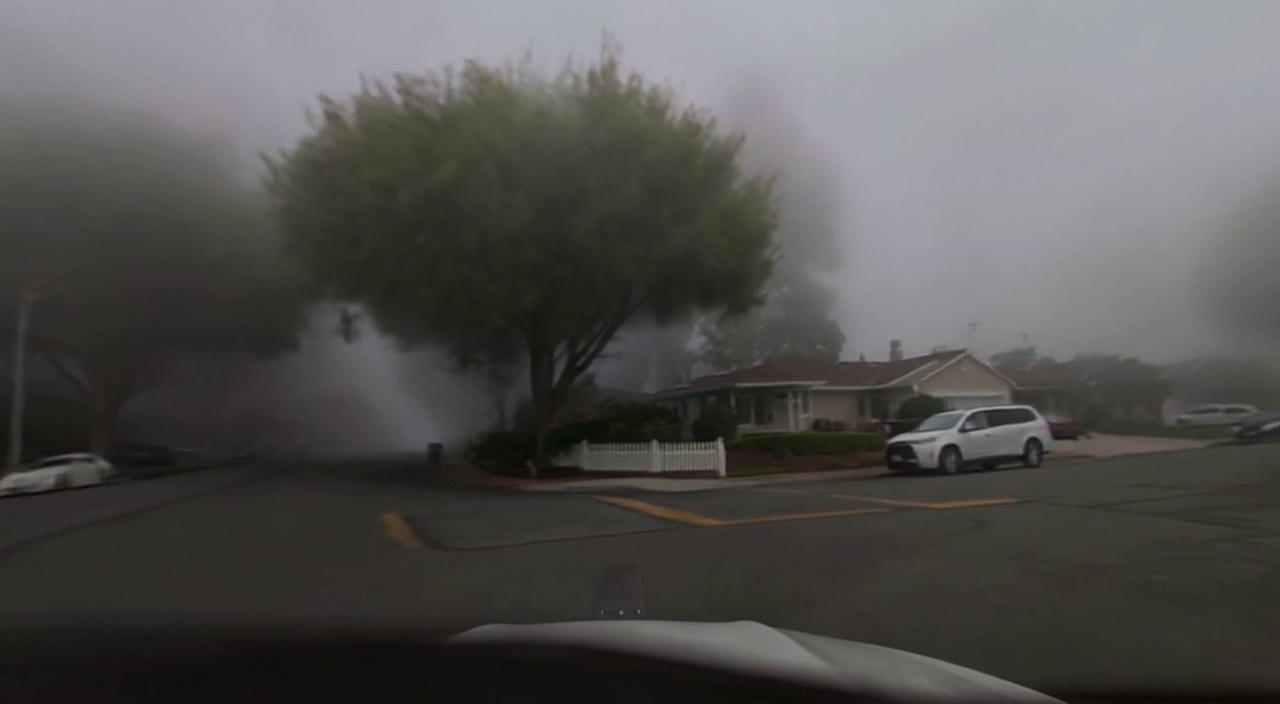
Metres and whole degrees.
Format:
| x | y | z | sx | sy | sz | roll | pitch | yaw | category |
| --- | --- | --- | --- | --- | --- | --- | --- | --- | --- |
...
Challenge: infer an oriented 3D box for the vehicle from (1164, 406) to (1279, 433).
| x | y | z | sx | sy | sz | roll | pitch | yaw | category |
| --- | --- | --- | --- | --- | --- | --- | --- | --- | --- |
| 37.696 | 4.465 | 40.963 | 2.079 | 1.558 | 4.977 | 4 | -9 | -26 | vehicle |

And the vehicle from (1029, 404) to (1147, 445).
| x | y | z | sx | sy | sz | roll | pitch | yaw | category |
| --- | --- | --- | --- | --- | --- | --- | --- | --- | --- |
| 22.824 | 3.791 | 32.286 | 2.029 | 1.747 | 4.373 | 3 | -11 | -21 | vehicle |

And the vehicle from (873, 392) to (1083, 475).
| x | y | z | sx | sy | sz | roll | pitch | yaw | category |
| --- | --- | --- | --- | --- | --- | --- | --- | --- | --- |
| 9.991 | 2.430 | 18.509 | 6.088 | 2.084 | 2.337 | 4 | -10 | -28 | vehicle |

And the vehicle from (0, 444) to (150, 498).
| x | y | z | sx | sy | sz | roll | pitch | yaw | category |
| --- | --- | --- | --- | --- | --- | --- | --- | --- | --- |
| -18.557 | 3.863 | 21.002 | 2.040 | 1.525 | 5.212 | 3 | -9 | -22 | vehicle |
